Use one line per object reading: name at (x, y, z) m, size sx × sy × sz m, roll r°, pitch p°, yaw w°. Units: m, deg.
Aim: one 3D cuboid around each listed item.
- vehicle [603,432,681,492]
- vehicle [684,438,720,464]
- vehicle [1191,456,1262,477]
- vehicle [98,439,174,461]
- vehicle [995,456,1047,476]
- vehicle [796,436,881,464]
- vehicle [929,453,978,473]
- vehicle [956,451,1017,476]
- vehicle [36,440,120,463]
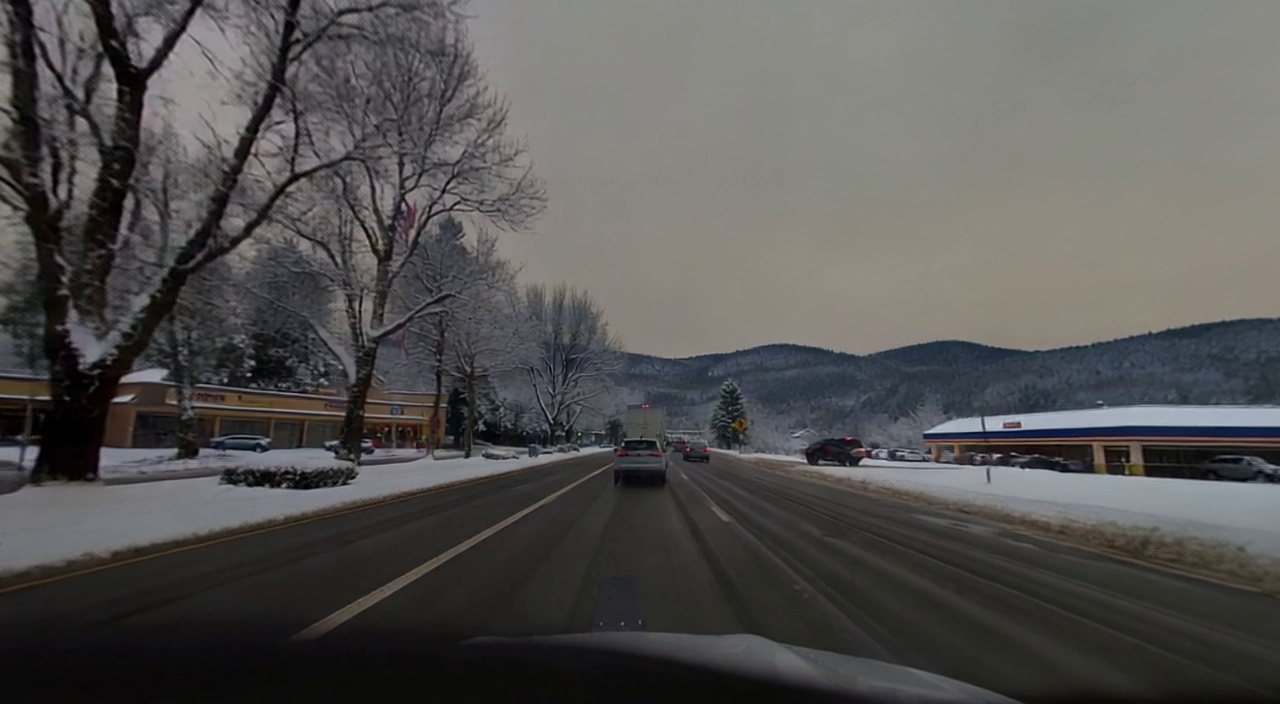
vehicle at (0.060, 3.362, 19.555) m, size 2.193 × 1.651 × 3.946 m, roll 0°, pitch -8°, yaw 0°
vehicle at (4.288, 6.904, 43.946) m, size 2.088 × 1.655 × 4.360 m, roll 0°, pitch -8°, yaw 0°
vehicle at (46.631, 9.102, 49.982) m, size 1.891 × 1.495 × 4.028 m, roll -1°, pitch -8°, yaw 4°
vehicle at (-35.665, 6.958, 44.545) m, size 3.714 × 1.510 × 1.917 m, roll 4°, pitch -9°, yaw -23°
vehicle at (30.215, 9.049, 49.938) m, size 1.745 × 1.464 × 3.716 m, roll 0°, pitch -8°, yaw -1°
vehicle at (12.903, 6.419, 41.113) m, size 4.887 × 1.734 × 2.014 m, roll 0°, pitch -8°, yaw 2°
vehicle at (24.733, 8.734, 49.577) m, size 1.751 × 1.439 × 3.847 m, roll 0°, pitch -8°, yaw -2°
vehicle at (27.324, 8.788, 49.713) m, size 2.108 × 1.735 × 4.476 m, roll 1°, pitch -8°, yaw -2°
vehicle at (-36.650, 6.485, 41.026) m, size 3.640 × 1.447 × 1.788 m, roll 4°, pitch -9°, yaw -26°
